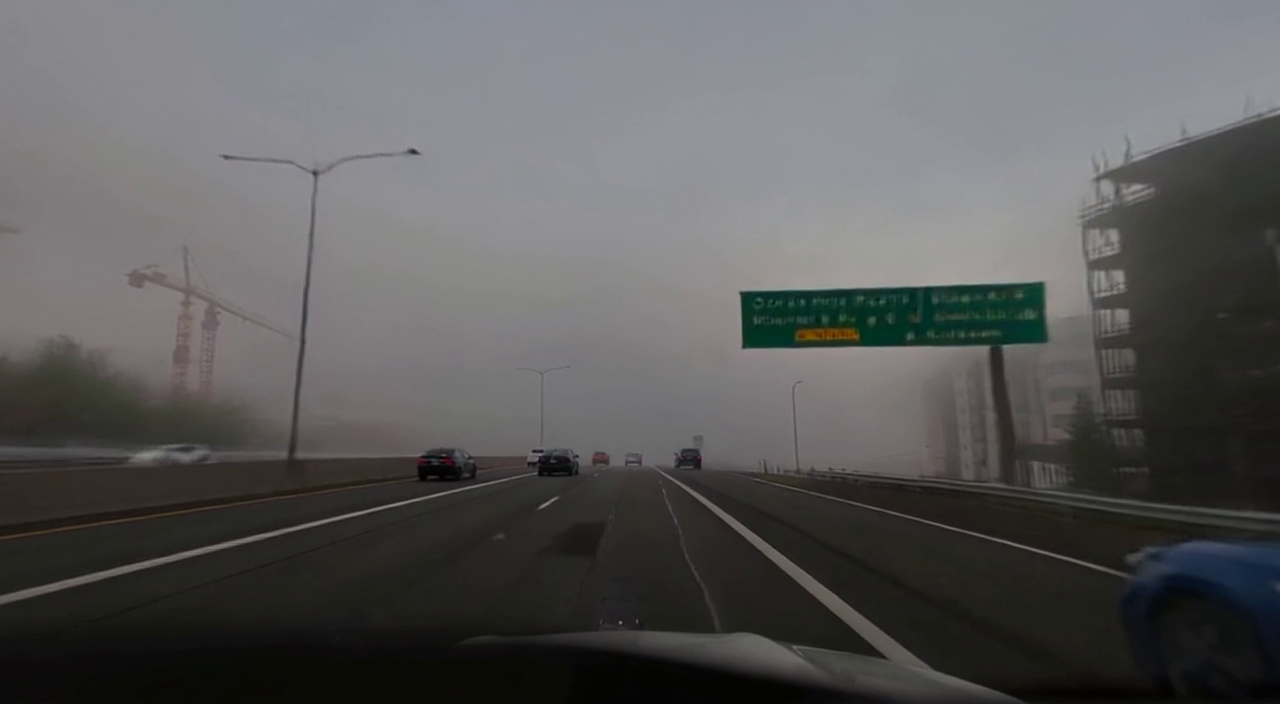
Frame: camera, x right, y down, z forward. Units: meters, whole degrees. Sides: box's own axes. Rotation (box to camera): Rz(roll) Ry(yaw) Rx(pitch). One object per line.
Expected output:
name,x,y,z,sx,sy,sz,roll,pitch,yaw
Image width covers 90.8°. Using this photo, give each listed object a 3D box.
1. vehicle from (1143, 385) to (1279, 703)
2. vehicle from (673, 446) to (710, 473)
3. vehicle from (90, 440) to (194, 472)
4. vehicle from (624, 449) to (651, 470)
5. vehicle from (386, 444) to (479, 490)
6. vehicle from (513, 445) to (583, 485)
vehicle,3.234,0.611,0.468,1.995,1.486,4.463,0,-8,-1
vehicle,3.249,6.939,40.933,1.978,1.602,4.092,0,-8,-1
vehicle,-27.998,5.825,35.761,2.091,1.656,4.670,0,-8,0
vehicle,-0.159,8.317,49.143,2.019,1.472,3.971,0,-8,0
vehicle,-7.529,4.178,23.401,1.951,1.528,4.209,0,-8,1
vehicle,-3.663,4.587,26.032,2.136,1.512,4.488,0,-8,1
